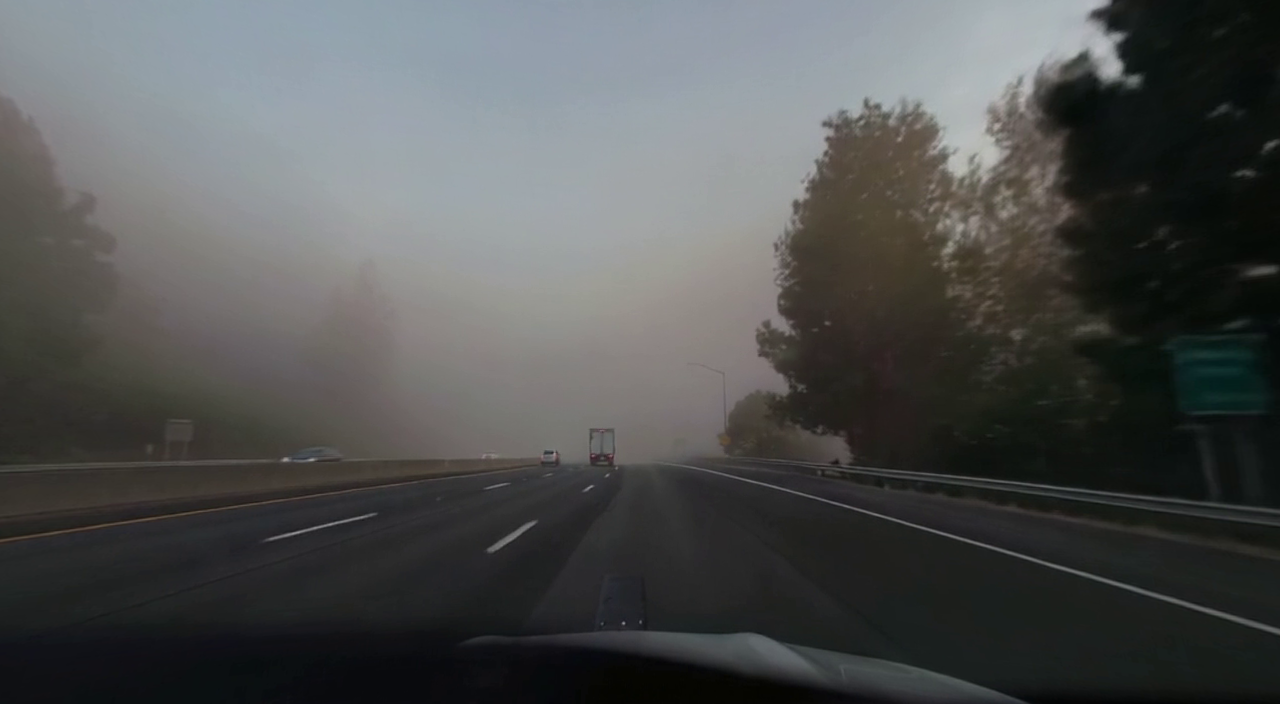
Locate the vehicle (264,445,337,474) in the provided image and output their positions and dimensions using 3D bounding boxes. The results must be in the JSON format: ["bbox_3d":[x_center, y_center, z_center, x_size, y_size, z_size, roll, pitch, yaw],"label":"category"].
[{"bbox_3d":[-21.034,6.668,39.323,1.989,1.658,4.584,0,-9,0],"label":"vehicle"}]
